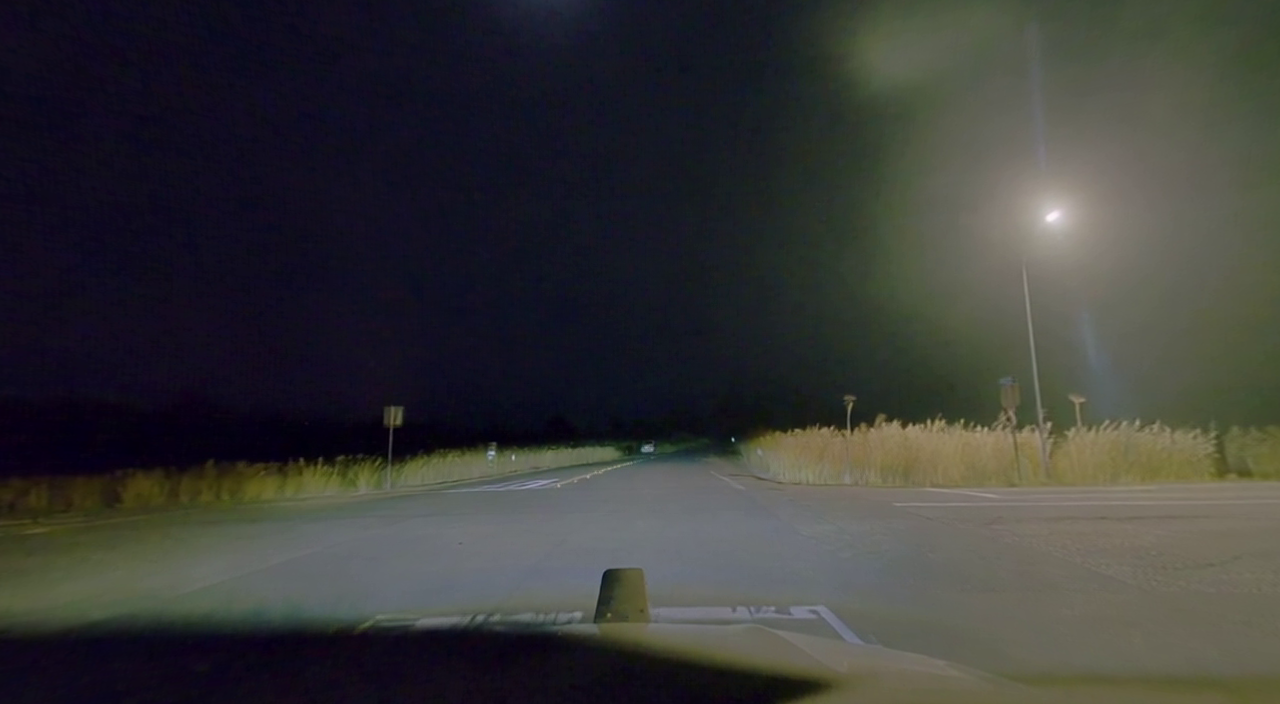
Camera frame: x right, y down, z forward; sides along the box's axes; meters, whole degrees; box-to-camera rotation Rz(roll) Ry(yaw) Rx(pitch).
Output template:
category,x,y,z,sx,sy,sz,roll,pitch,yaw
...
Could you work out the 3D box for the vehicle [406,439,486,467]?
category,x,y,z,sx,sy,sz,roll,pitch,yaw
vehicle,-12.702,6.630,41.467,4.590,1.735,1.973,0,-9,3
